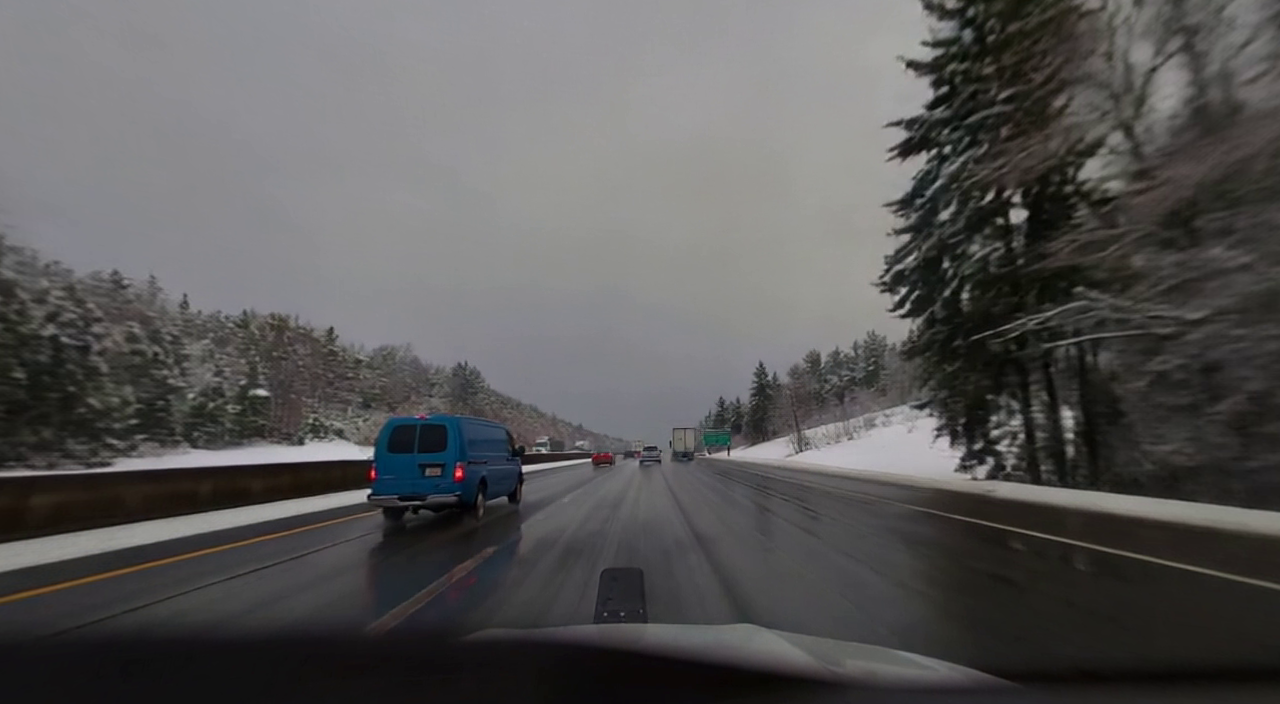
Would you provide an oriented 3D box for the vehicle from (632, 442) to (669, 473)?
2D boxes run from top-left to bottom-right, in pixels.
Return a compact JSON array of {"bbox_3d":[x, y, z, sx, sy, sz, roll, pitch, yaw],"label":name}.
[{"bbox_3d":[0.643,6.598,39.707,2.209,1.825,4.036,0,-9,1],"label":"vehicle"}]

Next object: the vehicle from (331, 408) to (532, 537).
[{"bbox_3d":[-3.711,2.279,12.481,2.167,1.991,5.062,0,-9,1],"label":"vehicle"}]
